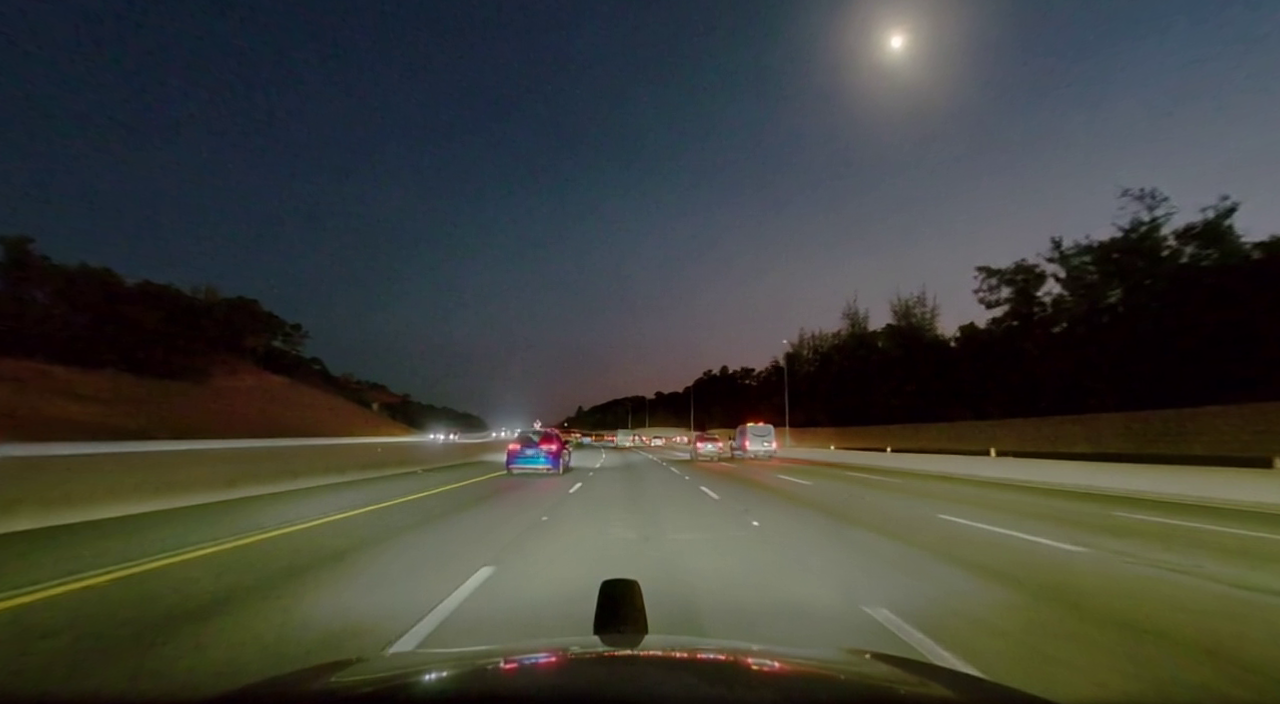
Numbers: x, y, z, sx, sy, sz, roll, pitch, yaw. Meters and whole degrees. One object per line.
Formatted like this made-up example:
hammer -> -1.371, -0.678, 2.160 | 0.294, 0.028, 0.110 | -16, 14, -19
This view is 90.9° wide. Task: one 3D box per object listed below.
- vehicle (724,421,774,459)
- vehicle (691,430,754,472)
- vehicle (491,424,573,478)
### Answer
vehicle -> 8.490, 6.979, 49.907 | 2.274, 2.802, 6.802 | 0, -8, -4
vehicle -> 3.650, 4.499, 28.782 | 2.141, 1.732, 4.279 | 0, -8, -2
vehicle -> -4.123, 3.924, 25.283 | 2.331, 1.884, 5.787 | 0, -8, -1
